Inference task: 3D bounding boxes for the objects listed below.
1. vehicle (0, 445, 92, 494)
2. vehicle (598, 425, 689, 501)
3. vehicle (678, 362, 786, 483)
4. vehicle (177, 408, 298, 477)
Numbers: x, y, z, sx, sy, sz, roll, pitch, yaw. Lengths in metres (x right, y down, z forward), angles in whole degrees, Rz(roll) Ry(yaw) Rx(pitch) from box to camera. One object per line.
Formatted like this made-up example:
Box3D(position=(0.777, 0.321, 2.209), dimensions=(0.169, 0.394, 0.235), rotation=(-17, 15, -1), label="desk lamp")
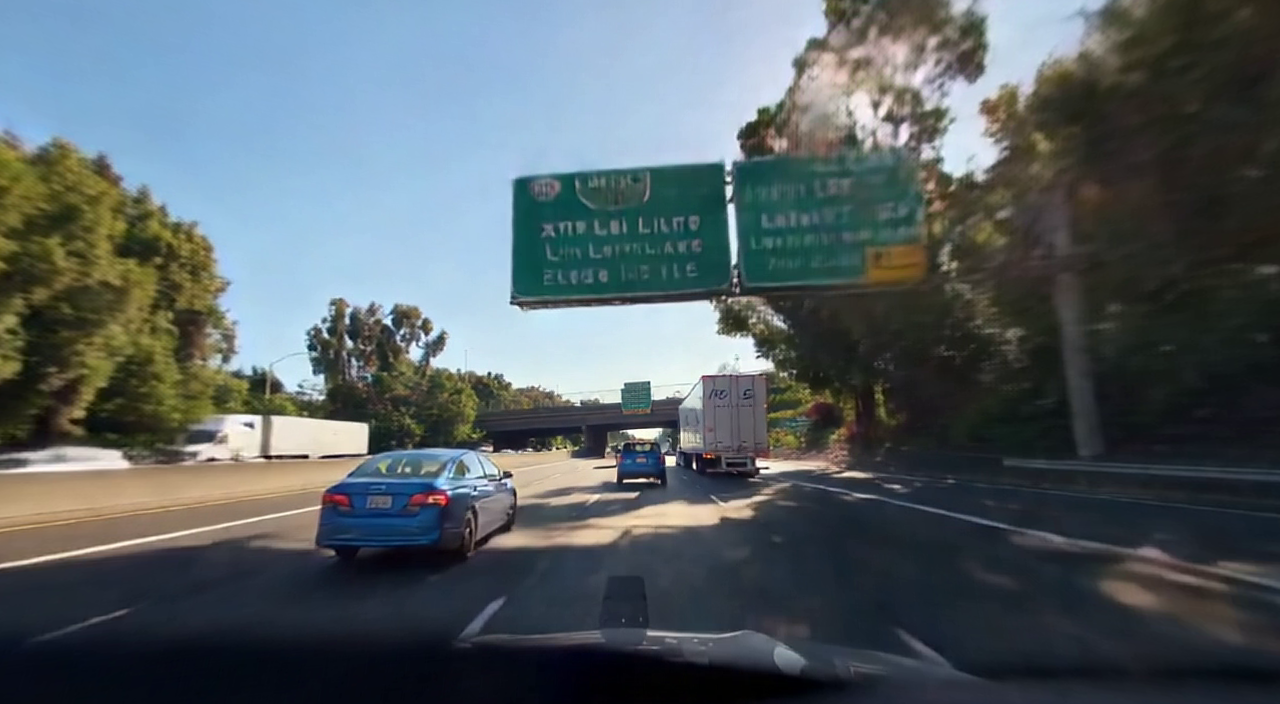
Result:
Box3D(position=(-22.226, 4.045, 21.860), dimensions=(1.966, 1.606, 4.695), rotation=(0, -9, 1), label="vehicle")
Box3D(position=(0.087, 2.832, 16.354), dimensions=(2.054, 1.706, 4.201), rotation=(0, -9, 0), label="vehicle")
Box3D(position=(3.595, 3.564, 29.331), dimensions=(2.909, 4.135, 15.820), rotation=(0, -9, 1), label="vehicle")
Box3D(position=(-25.690, 5.857, 40.622), dimensions=(3.012, 4.033, 7.003), rotation=(0, -9, 0), label="vehicle")
